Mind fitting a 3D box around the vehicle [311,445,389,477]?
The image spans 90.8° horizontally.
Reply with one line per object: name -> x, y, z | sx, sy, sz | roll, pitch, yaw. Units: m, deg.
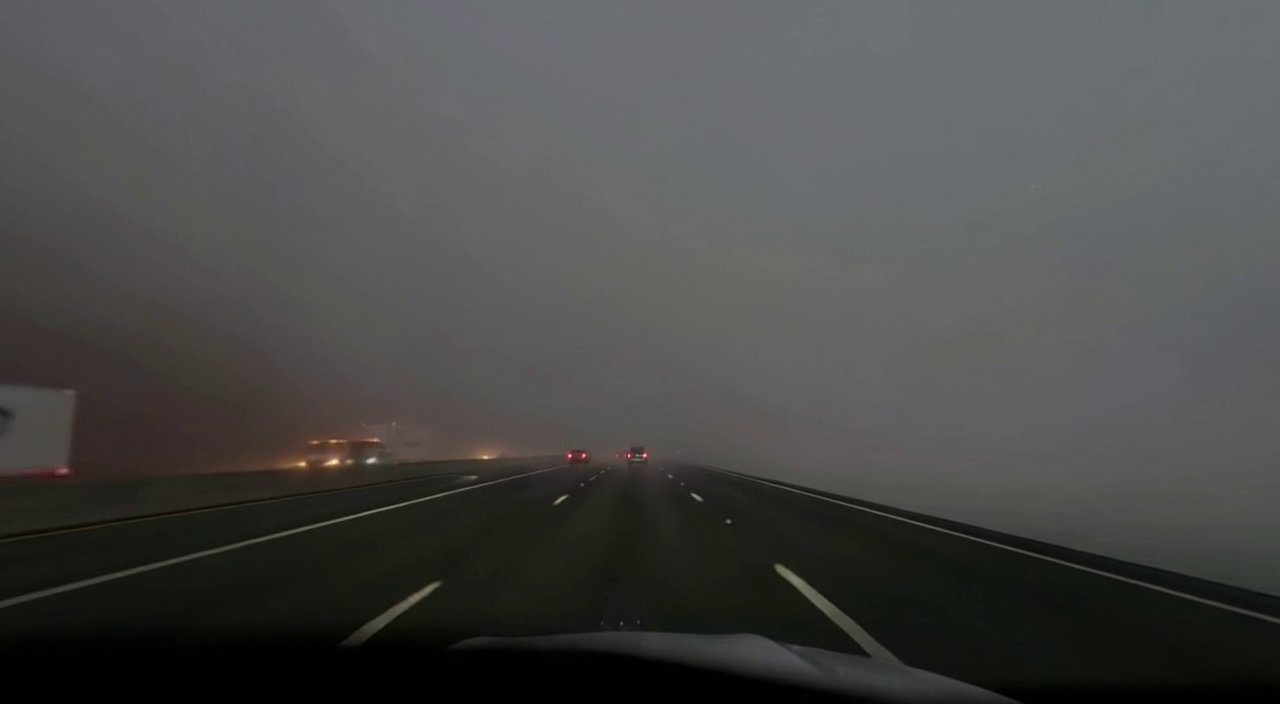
vehicle -> -15.641, 5.900, 34.337 | 2.023, 1.572, 4.568 | 0, -9, 1
